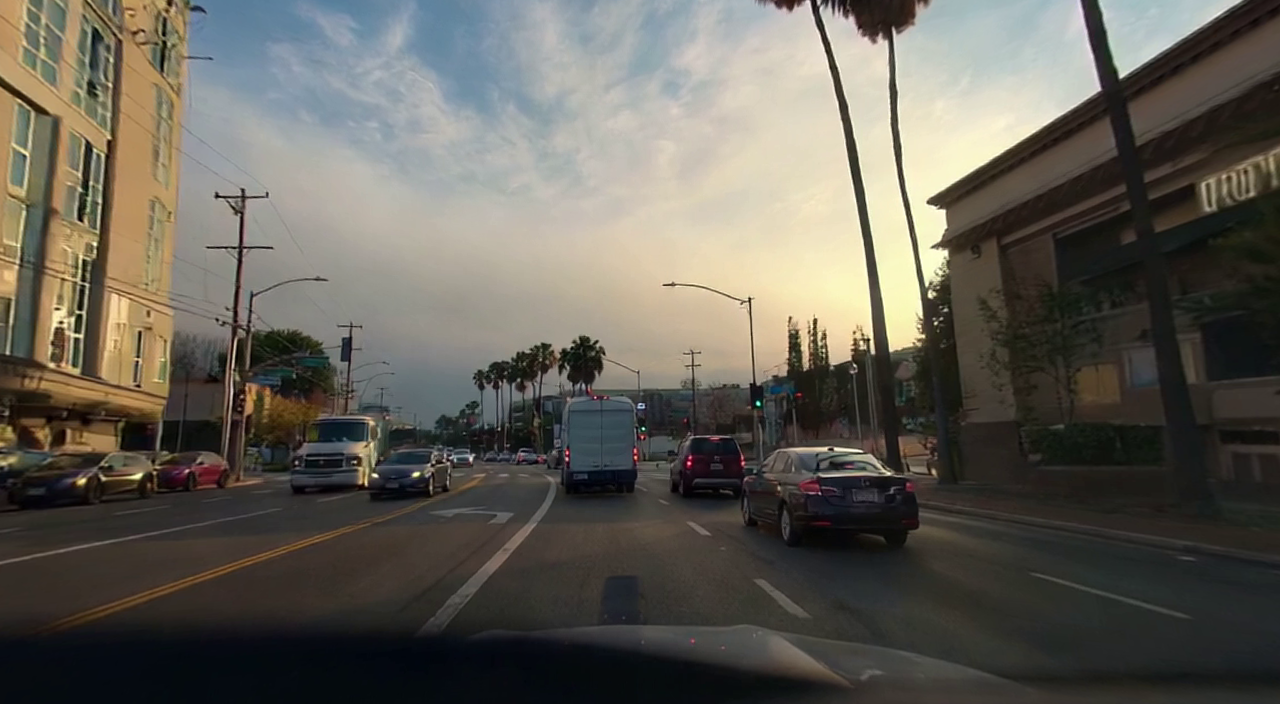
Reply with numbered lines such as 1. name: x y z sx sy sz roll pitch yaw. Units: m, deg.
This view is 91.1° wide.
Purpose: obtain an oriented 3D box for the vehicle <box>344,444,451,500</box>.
1. vehicle: -7.552 3.751 20.069 2.170 1.555 4.187 1 -8 -7

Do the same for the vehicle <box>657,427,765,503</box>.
1. vehicle: 1.919 3.354 19.122 2.157 1.944 5.423 1 -8 -6

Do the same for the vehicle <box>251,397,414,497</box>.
1. vehicle: -12.722 4.120 27.548 2.996 3.432 11.265 1 -8 -9

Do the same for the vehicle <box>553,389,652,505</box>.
1. vehicle: -1.347 2.876 19.188 2.517 2.926 6.177 1 -8 -8

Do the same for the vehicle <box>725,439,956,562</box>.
1. vehicle: 2.832 2.197 10.209 1.978 1.507 4.636 0 -8 -3

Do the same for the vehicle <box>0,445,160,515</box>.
1. vehicle: -15.941 3.451 17.490 1.965 1.679 4.455 1 -8 -7

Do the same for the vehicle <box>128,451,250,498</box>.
1. vehicle: -16.980 4.581 23.940 1.861 1.574 4.456 1 -8 -9
